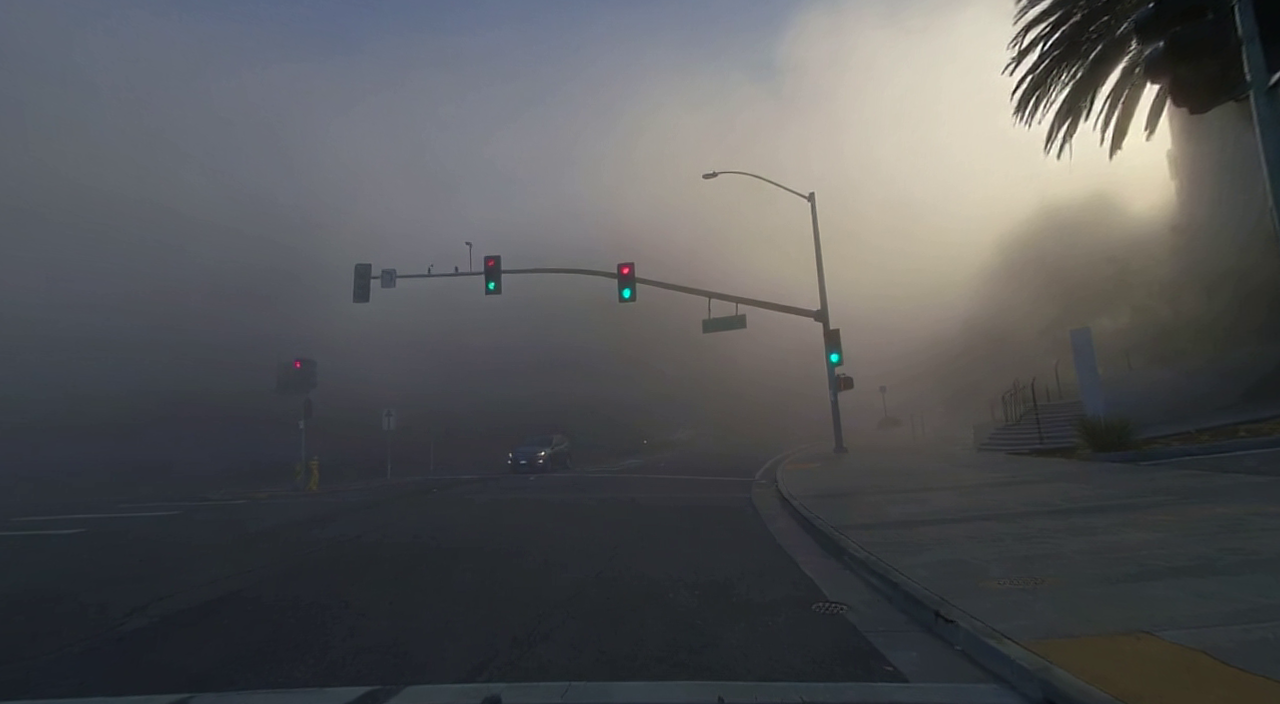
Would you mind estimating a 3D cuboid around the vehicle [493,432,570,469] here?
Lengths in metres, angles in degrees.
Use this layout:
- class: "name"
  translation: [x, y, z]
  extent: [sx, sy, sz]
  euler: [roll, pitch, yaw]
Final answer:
- class: "vehicle"
  translation: [-5.666, 5.239, 33.634]
  extent: [2.181, 1.792, 4.648]
  euler: [-3, -9, 16]
